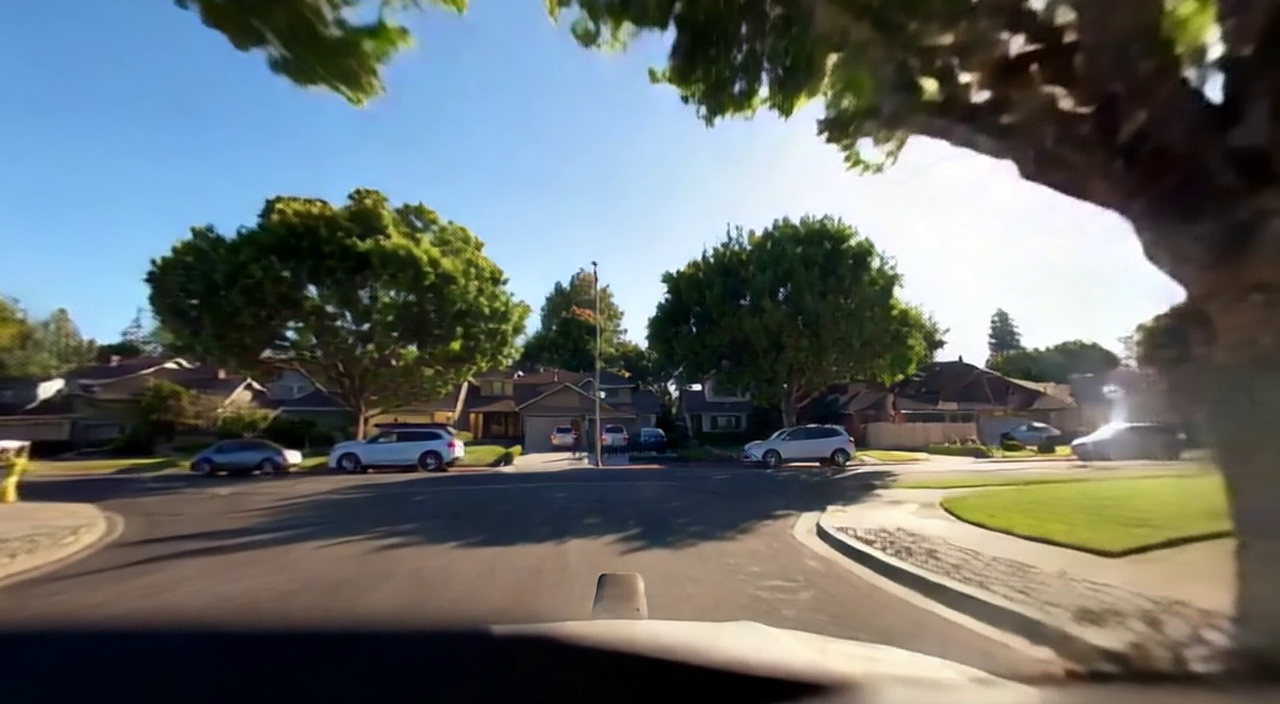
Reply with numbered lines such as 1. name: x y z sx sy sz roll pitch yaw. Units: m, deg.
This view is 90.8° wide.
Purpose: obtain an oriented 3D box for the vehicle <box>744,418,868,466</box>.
1. vehicle: 7.296 4.036 28.189 4.919 1.969 2.104 2 -9 -3

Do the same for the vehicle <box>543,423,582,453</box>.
1. vehicle: -5.306 5.811 42.585 2.391 1.894 5.075 2 -9 -9

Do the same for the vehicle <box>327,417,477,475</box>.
1. vehicle: -9.867 3.924 26.645 5.419 2.292 2.272 1 -7 -6

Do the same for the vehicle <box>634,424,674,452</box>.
1. vehicle: 0.883 5.741 42.034 2.005 1.699 4.234 1 -9 -8

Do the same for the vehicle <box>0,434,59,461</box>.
1. vehicle: -37.651 5.670 37.602 1.865 1.499 4.619 1 -8 -3

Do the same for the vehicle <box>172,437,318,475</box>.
1. vehicle: -16.002 4.243 25.835 4.650 1.480 1.782 1 -9 -6

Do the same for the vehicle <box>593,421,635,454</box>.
1. vehicle: -1.747 5.493 40.575 2.278 1.969 5.533 1 -8 -7

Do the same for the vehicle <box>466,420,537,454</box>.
1. vehicle: -9.027 5.509 40.799 2.307 2.043 5.475 7 -11 -36
